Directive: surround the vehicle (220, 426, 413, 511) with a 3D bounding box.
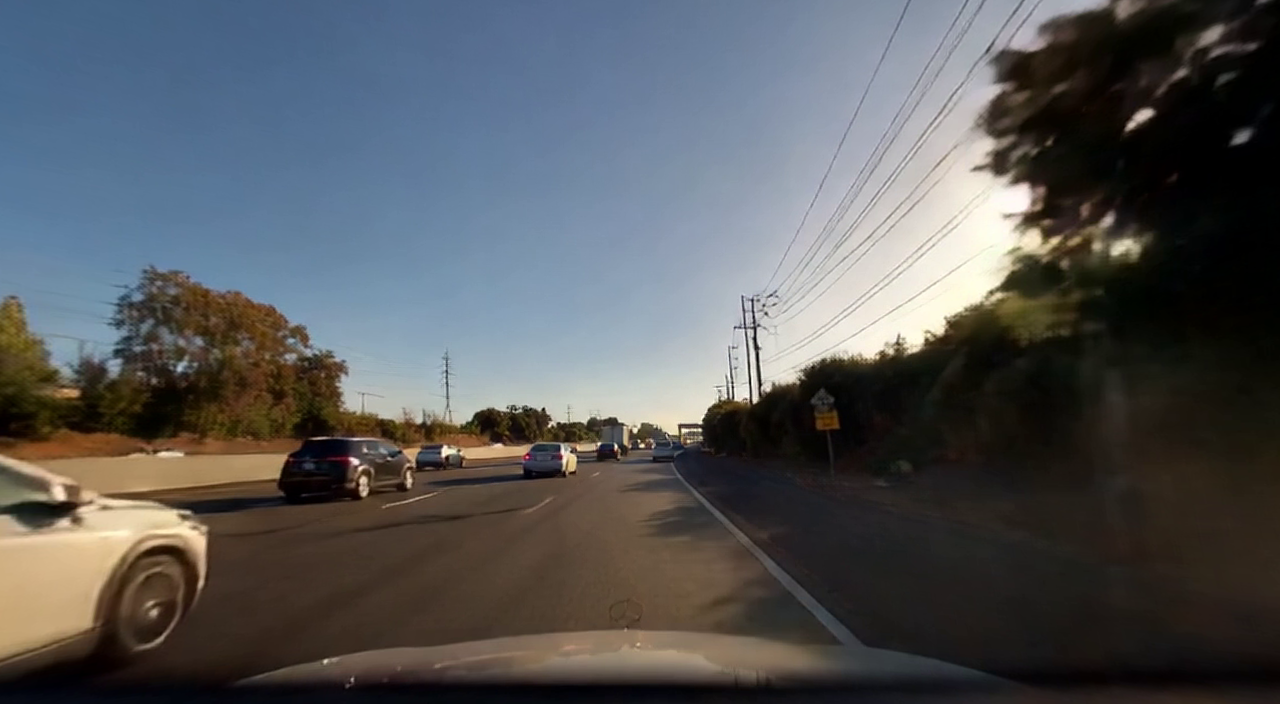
[{"bbox_3d":[-7.463,2.735,15.267,2.043,1.696,4.851,0,-9,1],"label":"vehicle"}]

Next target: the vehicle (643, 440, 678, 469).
[{"bbox_3d":[1.308,6.316,38.832,2.038,1.677,4.219,0,-9,3],"label":"vehicle"}]

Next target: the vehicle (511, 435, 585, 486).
[{"bbox_3d":[-3.254,3.932,23.105,1.976,1.688,4.124,0,-9,1],"label":"vehicle"}]

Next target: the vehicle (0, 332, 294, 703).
[{"bbox_3d":[-3.680,0.759,2.059,2.202,1.801,4.959,0,-9,1],"label":"vehicle"}]

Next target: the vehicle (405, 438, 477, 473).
[{"bbox_3d":[-10.449,5.492,33.558,2.097,1.722,4.981,0,-9,2],"label":"vehicle"}]
